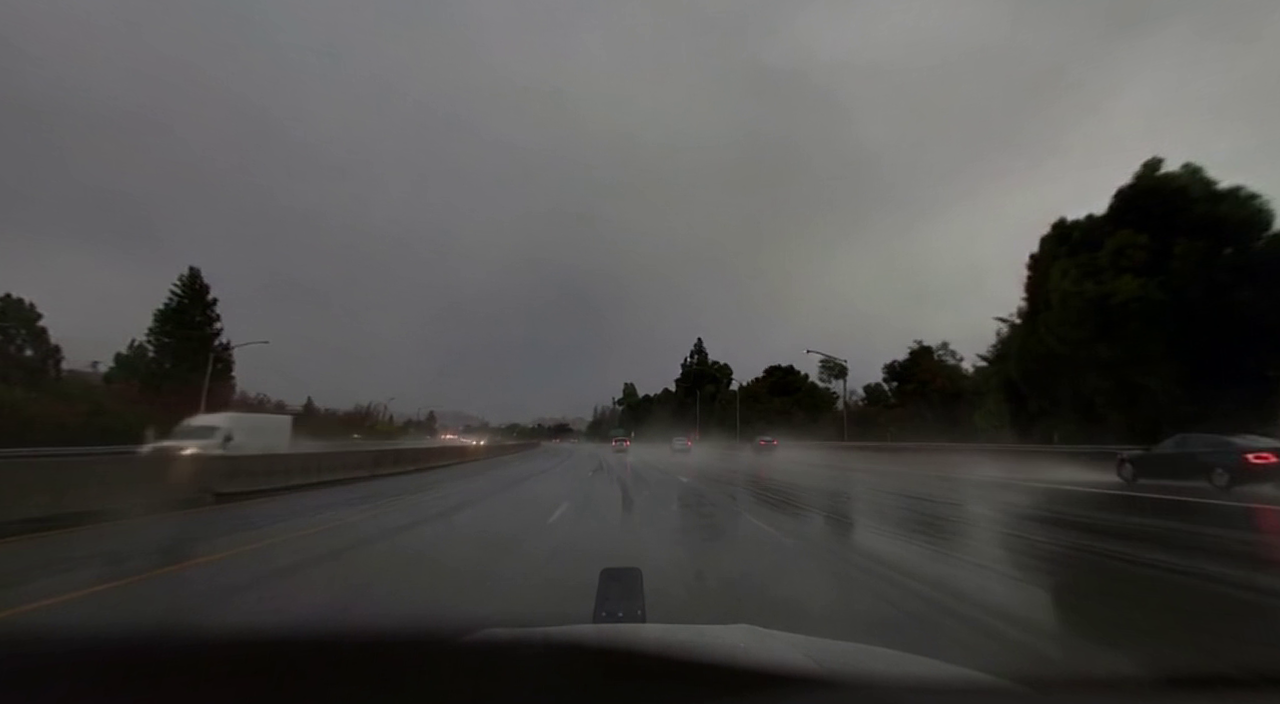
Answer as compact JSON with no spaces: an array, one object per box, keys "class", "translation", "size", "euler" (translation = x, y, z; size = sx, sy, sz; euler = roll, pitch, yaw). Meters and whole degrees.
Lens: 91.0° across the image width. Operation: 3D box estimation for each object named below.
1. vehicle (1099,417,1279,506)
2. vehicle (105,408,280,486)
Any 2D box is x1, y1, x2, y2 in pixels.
[{"class":"vehicle","translation":[14.205,2.603,15.202],"size":[2.107,1.803,5.385],"euler":[0,-9,-1]},{"class":"vehicle","translation":[-16.847,3.670,24.311],"size":[2.353,2.600,5.917],"euler":[0,-9,-1]}]
